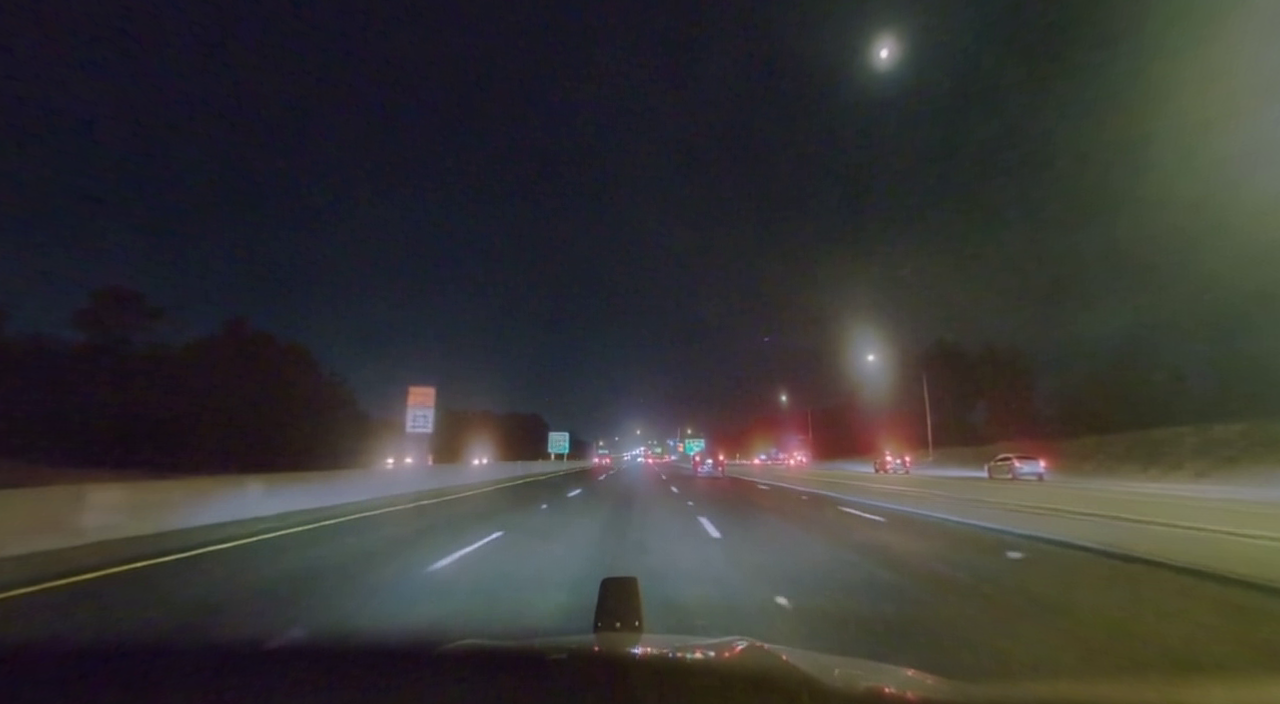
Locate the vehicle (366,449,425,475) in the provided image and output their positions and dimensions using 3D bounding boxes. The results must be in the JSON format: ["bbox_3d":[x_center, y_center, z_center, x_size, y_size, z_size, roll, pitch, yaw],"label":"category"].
[{"bbox_3d":[-17.849,8.045,46.294,2.066,1.824,5.243,0,-9,2],"label":"vehicle"}]

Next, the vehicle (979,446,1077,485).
[{"bbox_3d":[19.496,5.708,31.947,2.116,1.754,4.727,0,-9,3],"label":"vehicle"}]

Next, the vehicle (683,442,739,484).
[{"bbox_3d":[3.289,5.286,30.176,2.147,1.794,4.538,0,-9,0],"label":"vehicle"}]
